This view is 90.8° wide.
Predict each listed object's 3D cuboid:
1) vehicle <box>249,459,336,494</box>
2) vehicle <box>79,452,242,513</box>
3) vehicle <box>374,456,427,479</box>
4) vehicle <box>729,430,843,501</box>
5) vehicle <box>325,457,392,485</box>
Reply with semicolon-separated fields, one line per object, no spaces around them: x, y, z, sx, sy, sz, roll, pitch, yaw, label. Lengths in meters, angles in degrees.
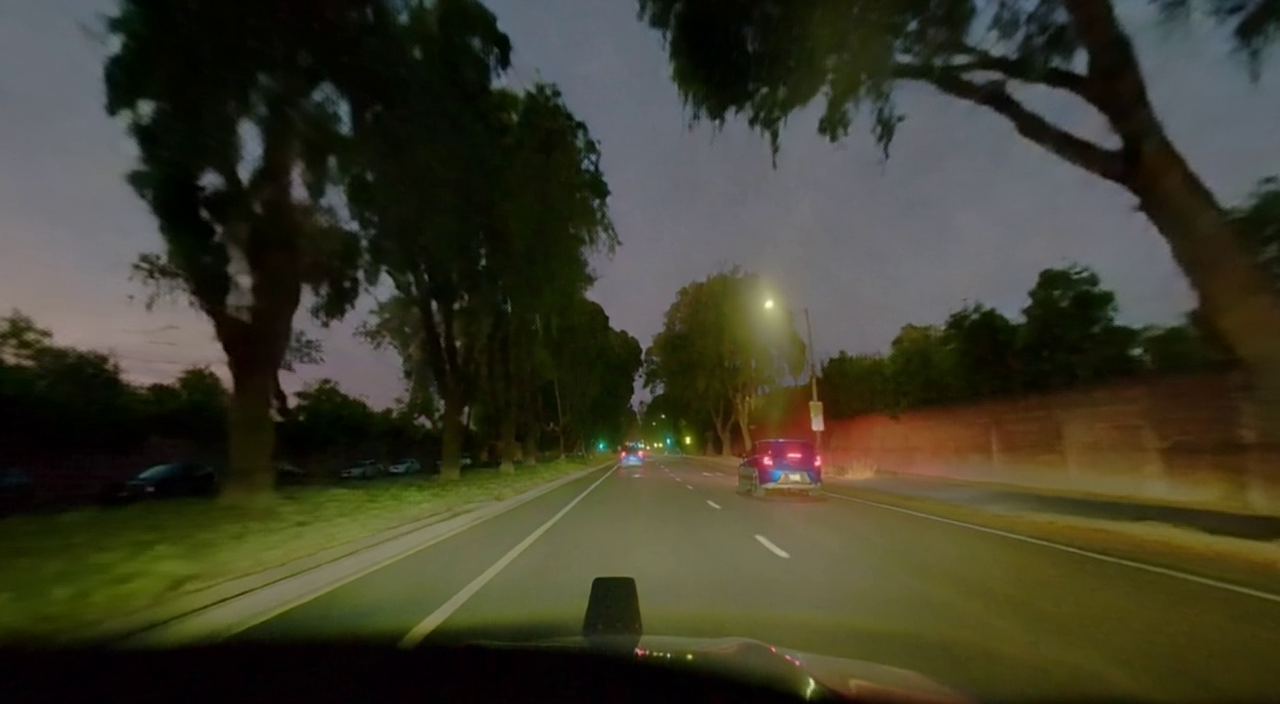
-17.135;6.120;31.394;1.933;1.494;4.259;-1;-8;-1;vehicle
-17.499;4.724;23.499;2.352;1.857;4.893;-4;-9;-2;vehicle
-17.669;8.527;46.889;2.071;1.489;4.724;-1;-8;0;vehicle
4.049;3.223;18.376;2.155;1.752;4.456;0;-8;-1;vehicle
-17.479;7.379;39.472;2.099;1.558;4.533;-1;-8;0;vehicle
